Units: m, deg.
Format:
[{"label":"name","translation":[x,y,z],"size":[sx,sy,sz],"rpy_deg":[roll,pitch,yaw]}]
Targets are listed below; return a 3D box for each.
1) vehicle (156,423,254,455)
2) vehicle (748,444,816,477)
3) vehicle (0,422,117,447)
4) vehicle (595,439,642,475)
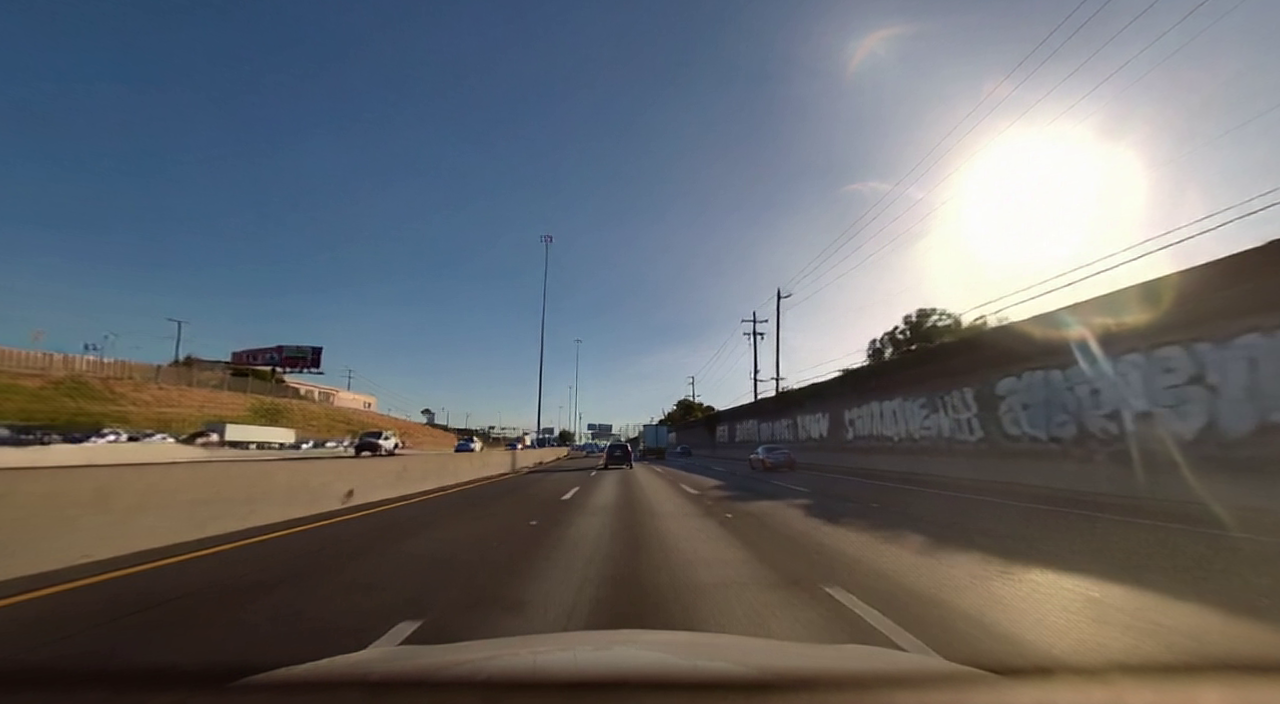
[{"label":"vehicle","translation":[-31.592,6.352,45.965],"size":[5.594,2.183,2.388],"rpy_deg":[6,-11,-36]},{"label":"vehicle","translation":[6.797,5.250,30.831],"size":[2.018,1.451,4.762],"rpy_deg":[0,-9,-2]},{"label":"vehicle","translation":[-30.719,4.366,33.258],"size":[4.589,1.209,2.187],"rpy_deg":[5,-10,-32]},{"label":"vehicle","translation":[-1.053,5.220,31.481],"size":[2.191,1.685,3.353],"rpy_deg":[0,-9,-2]}]
